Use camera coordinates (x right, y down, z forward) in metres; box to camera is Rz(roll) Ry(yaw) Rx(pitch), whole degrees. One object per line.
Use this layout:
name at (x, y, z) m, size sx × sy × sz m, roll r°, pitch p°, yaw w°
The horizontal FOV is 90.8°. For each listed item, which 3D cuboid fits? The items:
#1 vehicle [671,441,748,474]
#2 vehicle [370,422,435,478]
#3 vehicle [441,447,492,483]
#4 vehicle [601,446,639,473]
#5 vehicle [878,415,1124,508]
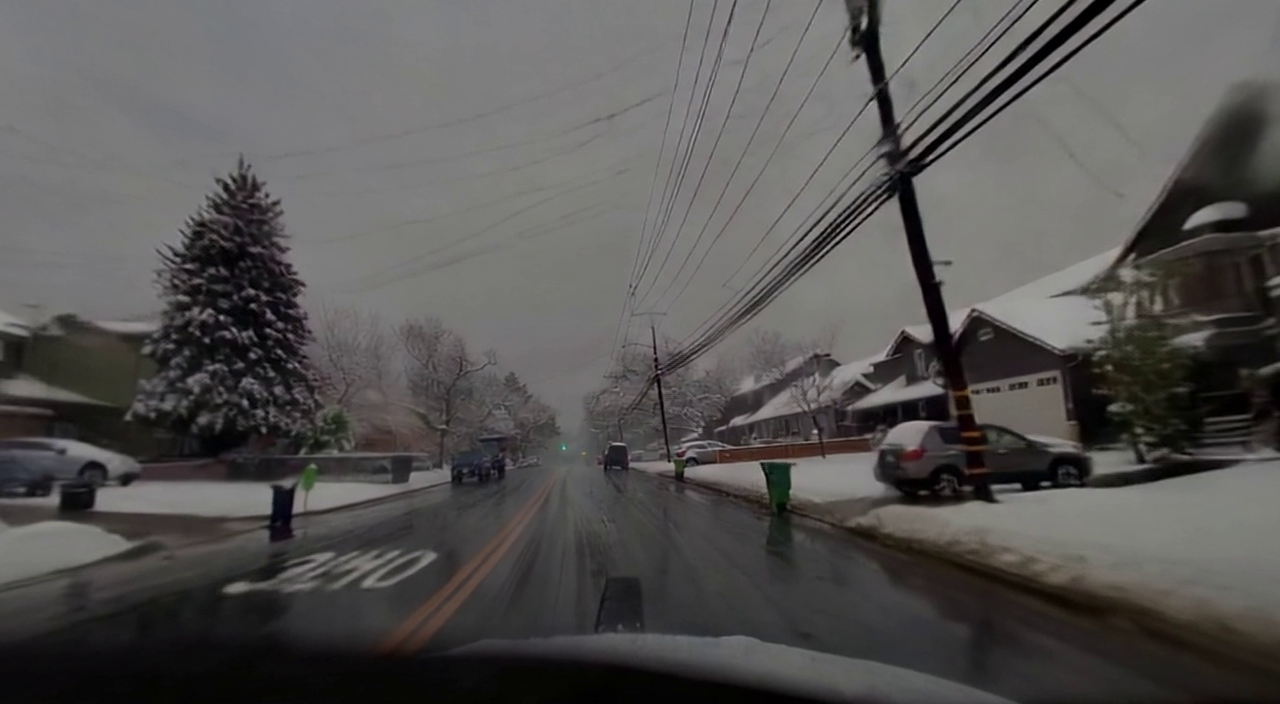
vehicle at (4.453, 6.830, 40.917) m, size 4.489 × 1.812 × 2.056 m, roll 0°, pitch -14°, yaw -10°
vehicle at (-15.237, 6.376, 41.085) m, size 2.781 × 3.221 × 7.995 m, roll 2°, pitch -9°, yaw -13°
vehicle at (-9.729, 6.445, 35.803) m, size 2.046 × 1.777 × 4.473 m, roll -2°, pitch -12°, yaw -6°
vehicle at (-1.653, 8.429, 49.830) m, size 2.203 × 1.952 × 5.111 m, roll 2°, pitch -9°, yaw -11°
vehicle at (8.049, 2.459, 14.395) m, size 4.337 × 1.768 × 1.962 m, roll -2°, pitch -9°, yaw -5°
